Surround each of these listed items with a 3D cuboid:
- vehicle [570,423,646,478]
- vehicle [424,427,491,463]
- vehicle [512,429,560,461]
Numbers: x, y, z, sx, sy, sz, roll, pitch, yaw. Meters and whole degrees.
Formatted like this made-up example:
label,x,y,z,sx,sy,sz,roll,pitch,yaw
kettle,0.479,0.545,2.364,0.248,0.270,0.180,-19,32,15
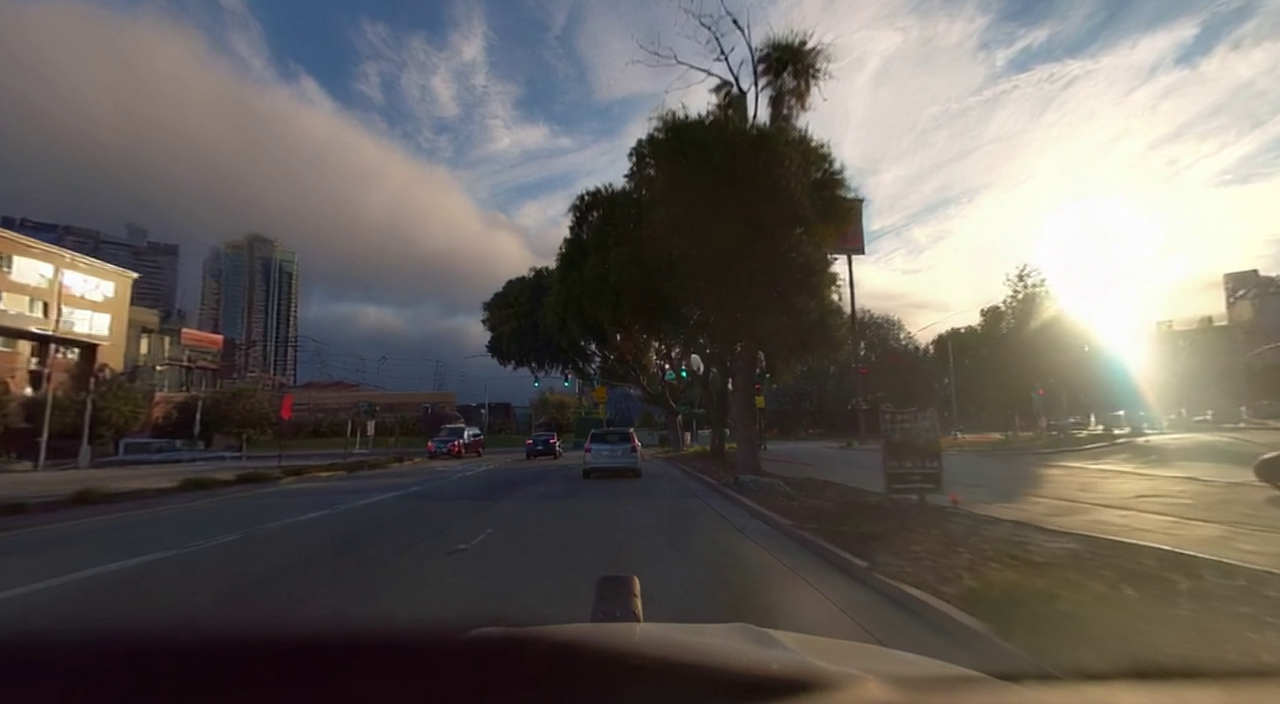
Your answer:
label,x,y,z,sx,sy,sz,roll,pitch,yaw
vehicle,-0.939,3.205,20.701,2.231,1.572,4.227,0,-8,0
vehicle,-9.172,4.718,32.068,1.994,1.717,4.380,0,-8,2
vehicle,-5.029,4.549,30.879,2.023,1.485,3.721,1,-8,-5
